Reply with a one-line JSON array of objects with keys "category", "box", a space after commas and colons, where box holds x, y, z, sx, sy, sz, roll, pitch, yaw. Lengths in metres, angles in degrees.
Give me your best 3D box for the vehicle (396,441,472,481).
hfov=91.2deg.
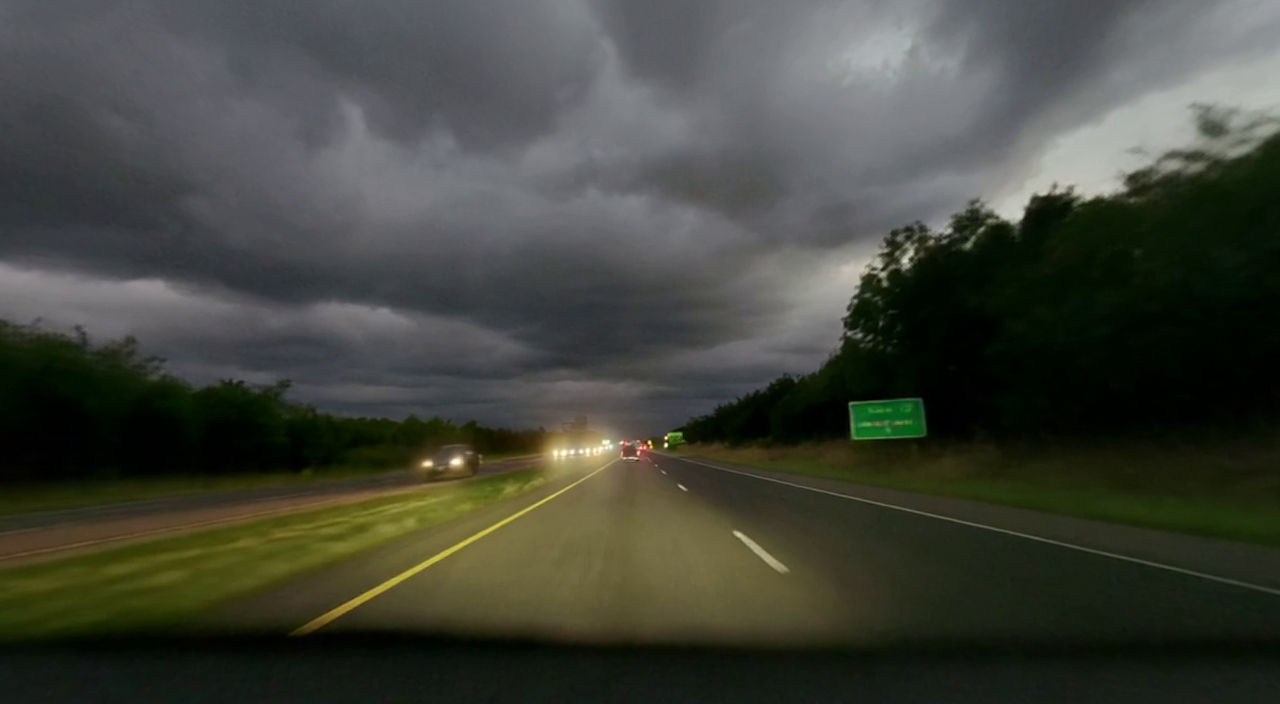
[{"category": "vehicle", "box": [-9.767, 5.220, 30.211, 2.070, 1.744, 4.784, 0, -9, 0]}]
